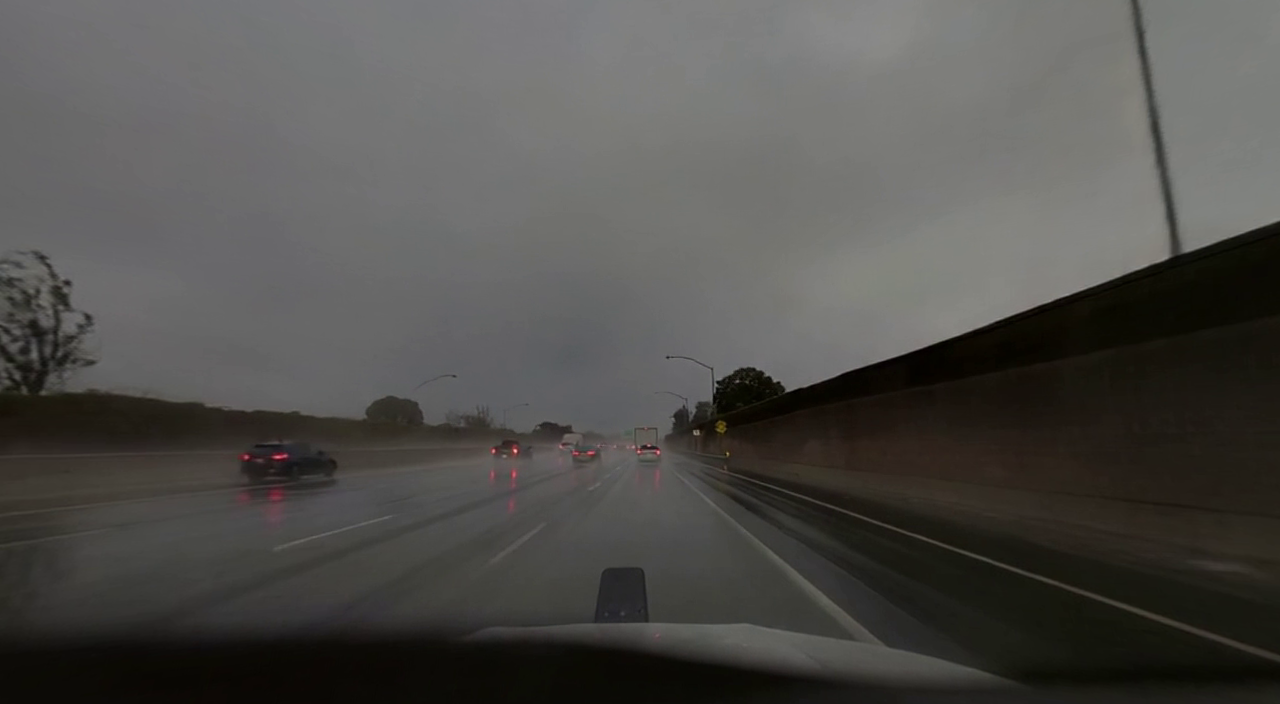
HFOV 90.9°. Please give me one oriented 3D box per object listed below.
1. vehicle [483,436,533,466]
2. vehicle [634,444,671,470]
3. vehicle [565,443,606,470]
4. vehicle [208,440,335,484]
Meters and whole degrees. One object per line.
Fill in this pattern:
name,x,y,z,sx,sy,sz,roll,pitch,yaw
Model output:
vehicle,-9.674,7.306,46.808,2.339,2.018,5.790,-1,-8,1
vehicle,0.739,6.381,38.571,2.073,1.480,4.343,0,-8,0
vehicle,-3.185,6.239,37.795,2.056,1.480,4.022,0,-8,1
vehicle,-13.677,4.078,23.821,1.952,1.469,4.639,0,-8,1
